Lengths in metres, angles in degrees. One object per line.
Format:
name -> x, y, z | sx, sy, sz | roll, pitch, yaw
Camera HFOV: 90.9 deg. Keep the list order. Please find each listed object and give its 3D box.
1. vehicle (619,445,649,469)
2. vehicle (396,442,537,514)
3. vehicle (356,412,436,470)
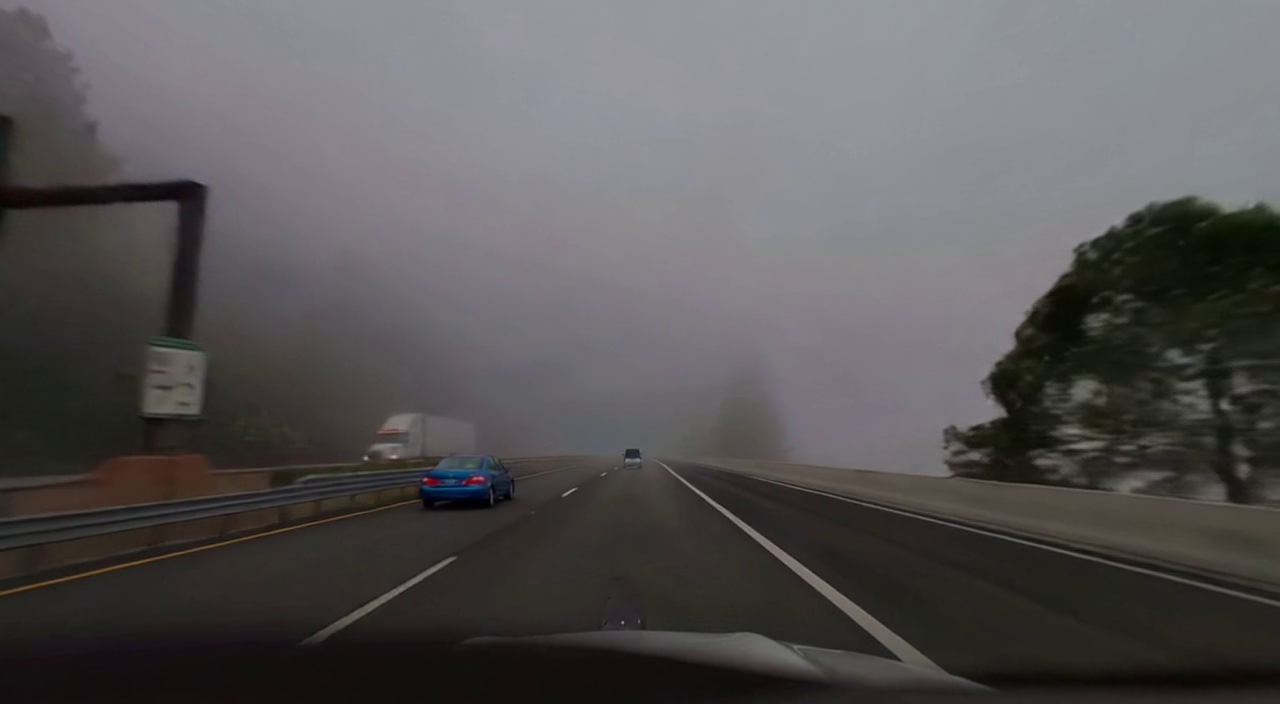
vehicle -> -0.394, 7.297, 44.151 | 2.011, 1.590, 3.607 | 0, -9, 1
vehicle -> -4.013, 2.992, 15.567 | 2.157, 1.483, 4.601 | 0, -9, 0
vehicle -> -16.933, 6.283, 44.262 | 3.013, 3.781, 6.029 | 0, -8, 1
